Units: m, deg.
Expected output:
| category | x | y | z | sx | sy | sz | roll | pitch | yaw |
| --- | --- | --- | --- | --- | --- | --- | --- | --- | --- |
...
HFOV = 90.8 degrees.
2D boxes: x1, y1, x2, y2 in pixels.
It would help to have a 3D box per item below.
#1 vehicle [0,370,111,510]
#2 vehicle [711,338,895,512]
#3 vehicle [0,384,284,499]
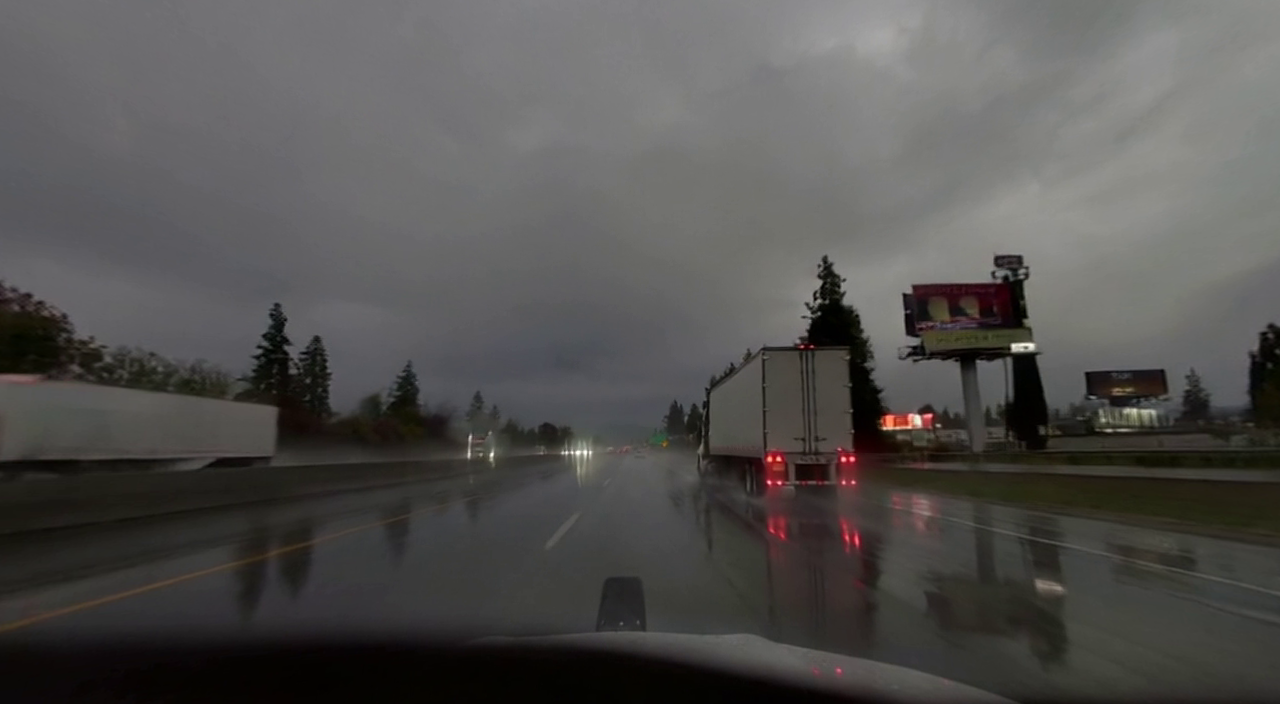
| category | x | y | z | sx | sy | sz | roll | pitch | yaw |
| --- | --- | --- | --- | --- | --- | --- | --- | --- | --- |
| vehicle | -20.389 | 2.672 | 18.987 | 3.367 | 4.049 | 6.073 | 0 | -9 | -1 |
| vehicle | 4.689 | 2.707 | 21.789 | 3.058 | 4.312 | 12.251 | 0 | -9 | 0 |
| vehicle | -20.385 | 3.882 | 27.053 | 3.135 | 3.778 | 12.388 | 0 | -9 | -1 |
